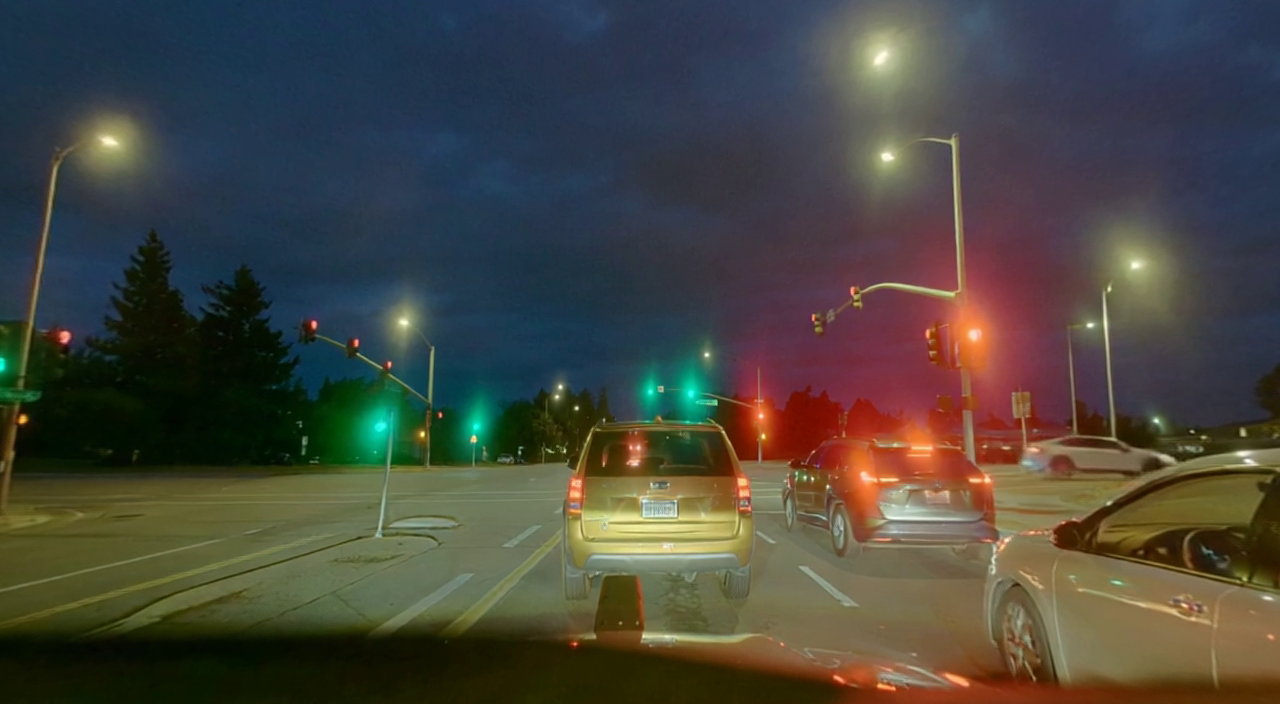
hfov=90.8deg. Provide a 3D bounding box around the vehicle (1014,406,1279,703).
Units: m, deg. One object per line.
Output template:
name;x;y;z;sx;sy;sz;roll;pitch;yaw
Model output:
vehicle;3.155;0.817;1.420;1.924;1.466;4.461;0;-8;1

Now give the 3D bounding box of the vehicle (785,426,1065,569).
vehicle;3.516;1.857;8.858;1.861;1.495;4.215;0;-8;-1

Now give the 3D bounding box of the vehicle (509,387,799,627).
vehicle;0.095;1.494;7.058;2.170;1.793;4.468;0;-8;0
